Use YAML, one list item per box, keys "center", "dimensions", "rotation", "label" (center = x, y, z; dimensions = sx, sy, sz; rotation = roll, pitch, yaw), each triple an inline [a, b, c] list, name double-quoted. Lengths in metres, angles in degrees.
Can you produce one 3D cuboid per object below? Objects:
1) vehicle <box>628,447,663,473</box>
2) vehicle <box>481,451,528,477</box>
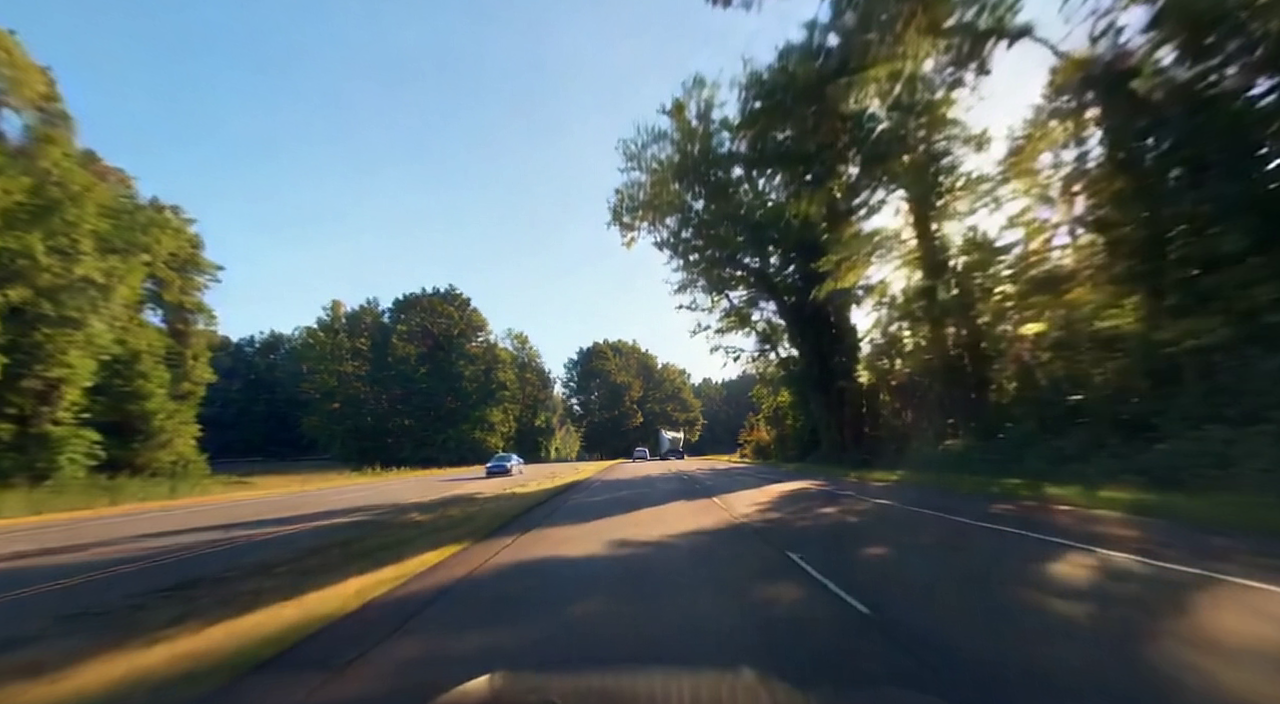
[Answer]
- center: [0.312, 6.268, 36.659]
  dimensions: [1.926, 1.386, 3.615]
  rotation: [0, -9, 0]
  label: "vehicle"
- center: [-8.187, 6.792, 38.450]
  dimensions: [1.889, 1.488, 4.263]
  rotation: [0, -9, 0]
  label: "vehicle"
